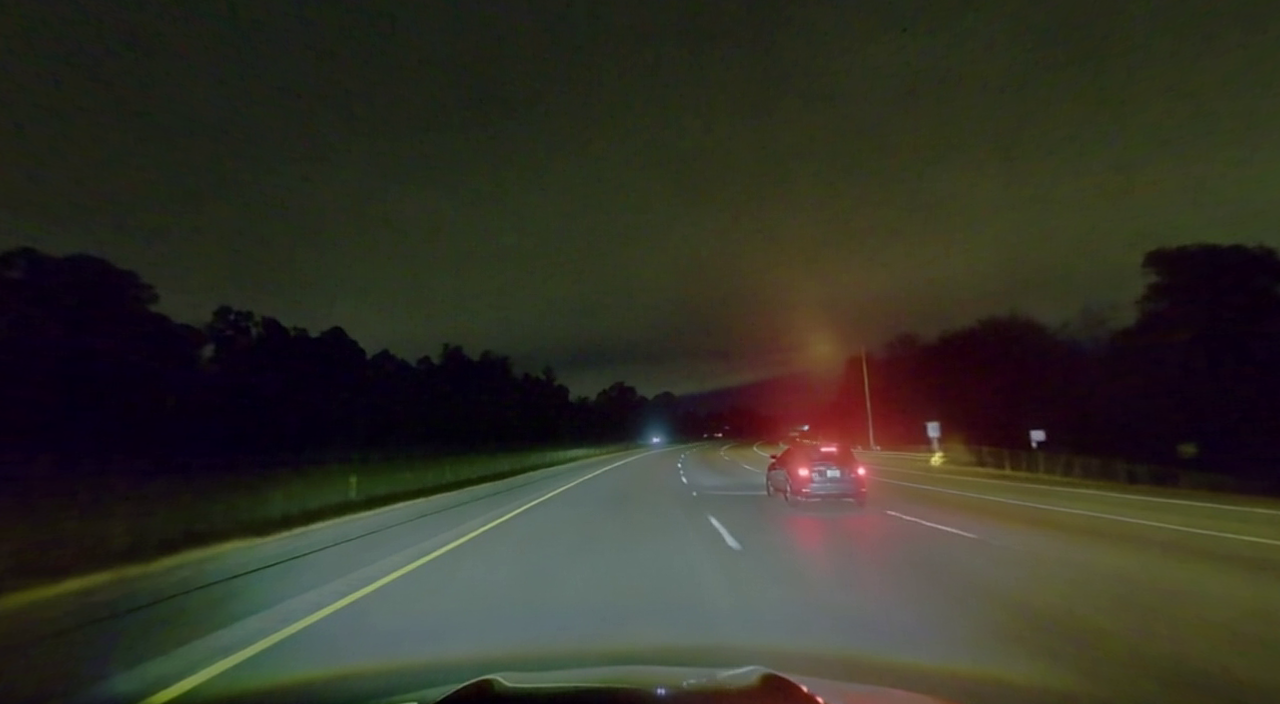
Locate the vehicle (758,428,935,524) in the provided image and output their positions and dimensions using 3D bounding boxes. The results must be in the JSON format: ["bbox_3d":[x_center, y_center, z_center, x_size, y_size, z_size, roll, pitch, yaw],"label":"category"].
[{"bbox_3d":[3.787,2.347,12.526,2.050,1.546,4.344,0,-8,0],"label":"vehicle"}]
